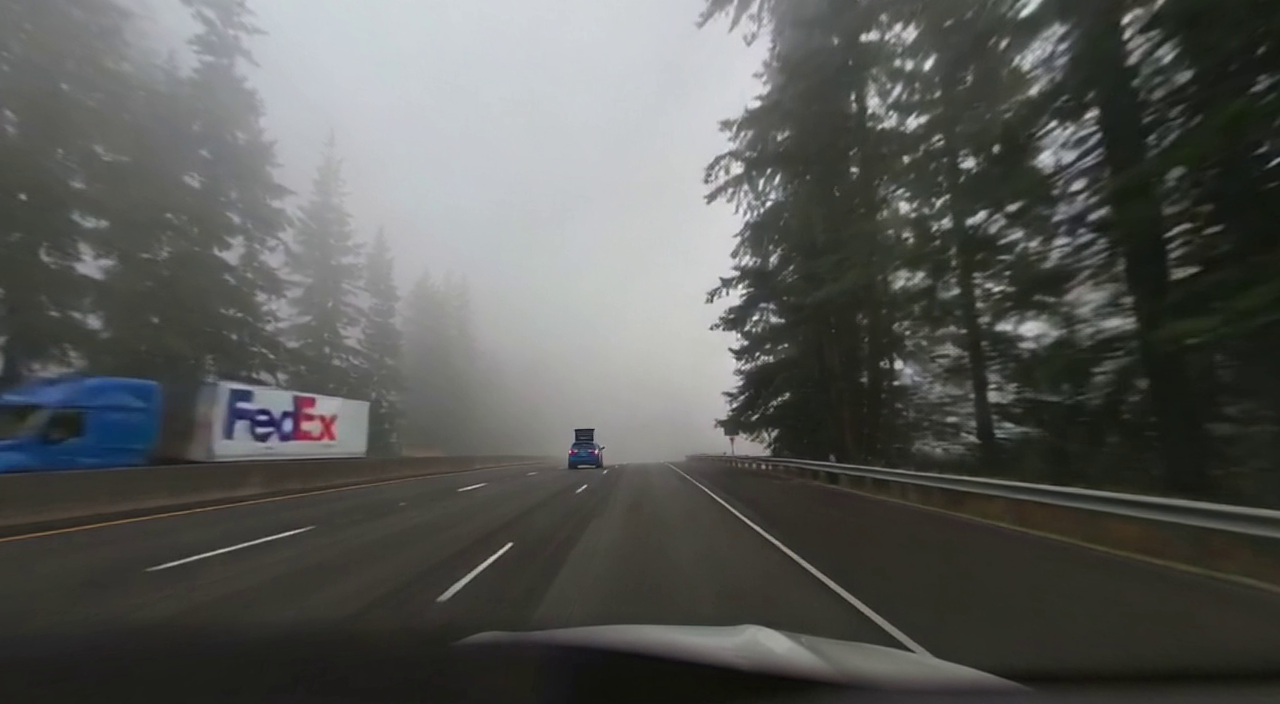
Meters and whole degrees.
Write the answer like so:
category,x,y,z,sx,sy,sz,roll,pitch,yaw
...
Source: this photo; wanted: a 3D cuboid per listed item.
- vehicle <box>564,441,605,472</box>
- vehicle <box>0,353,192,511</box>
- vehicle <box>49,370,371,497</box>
category,x,y,z,sx,sy,sz,roll,pitch,yaw
vehicle,-3.373,6.438,38.984,2.084,1.752,4.479,-1,-8,1
vehicle,-17.344,2.322,17.780,3.022,3.874,8.340,0,-8,0
vehicle,-17.273,3.756,28.244,3.184,4.072,15.913,-1,-8,0
